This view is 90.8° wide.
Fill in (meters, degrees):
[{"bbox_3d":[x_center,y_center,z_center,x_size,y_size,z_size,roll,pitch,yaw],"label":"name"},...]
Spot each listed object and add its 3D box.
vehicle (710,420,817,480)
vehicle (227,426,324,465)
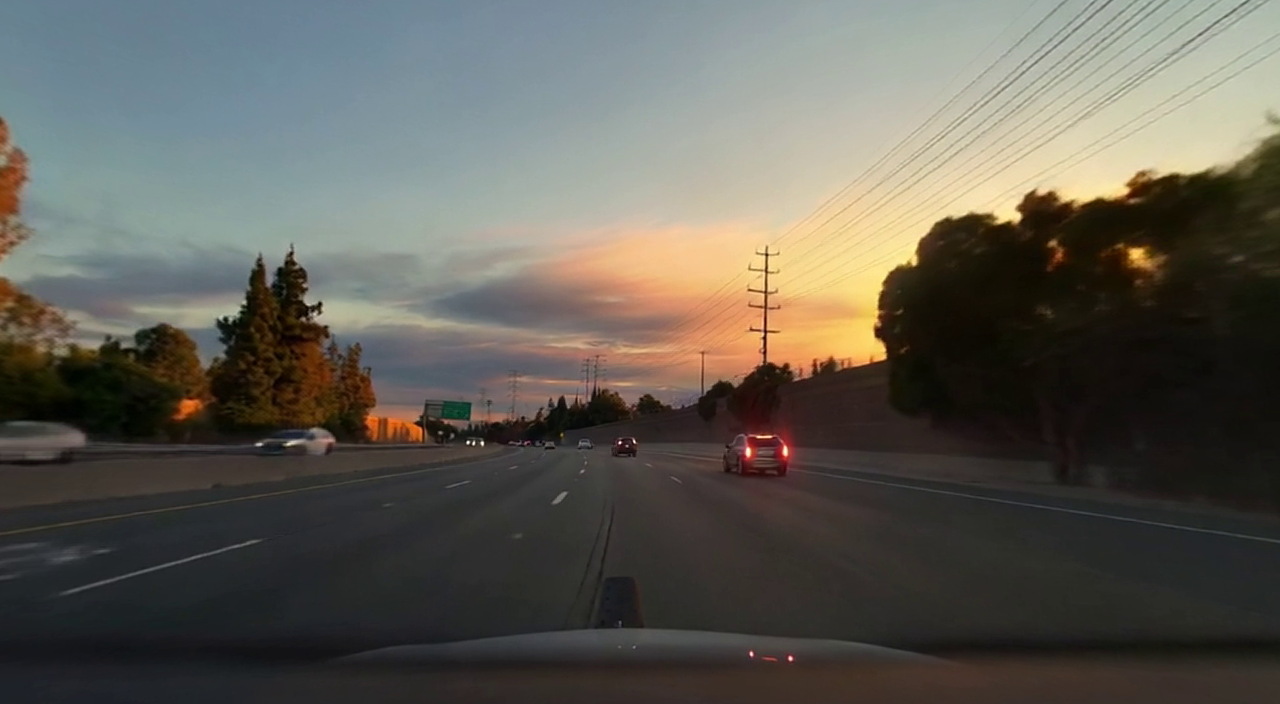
[{"bbox_3d":[4.582,3.809,24.688,2.504,2.033,5.979,1,-8,-5],"label":"vehicle"},{"bbox_3d":[-19.172,4.959,33.574,2.184,1.870,5.387,1,-8,-4],"label":"vehicle"}]
